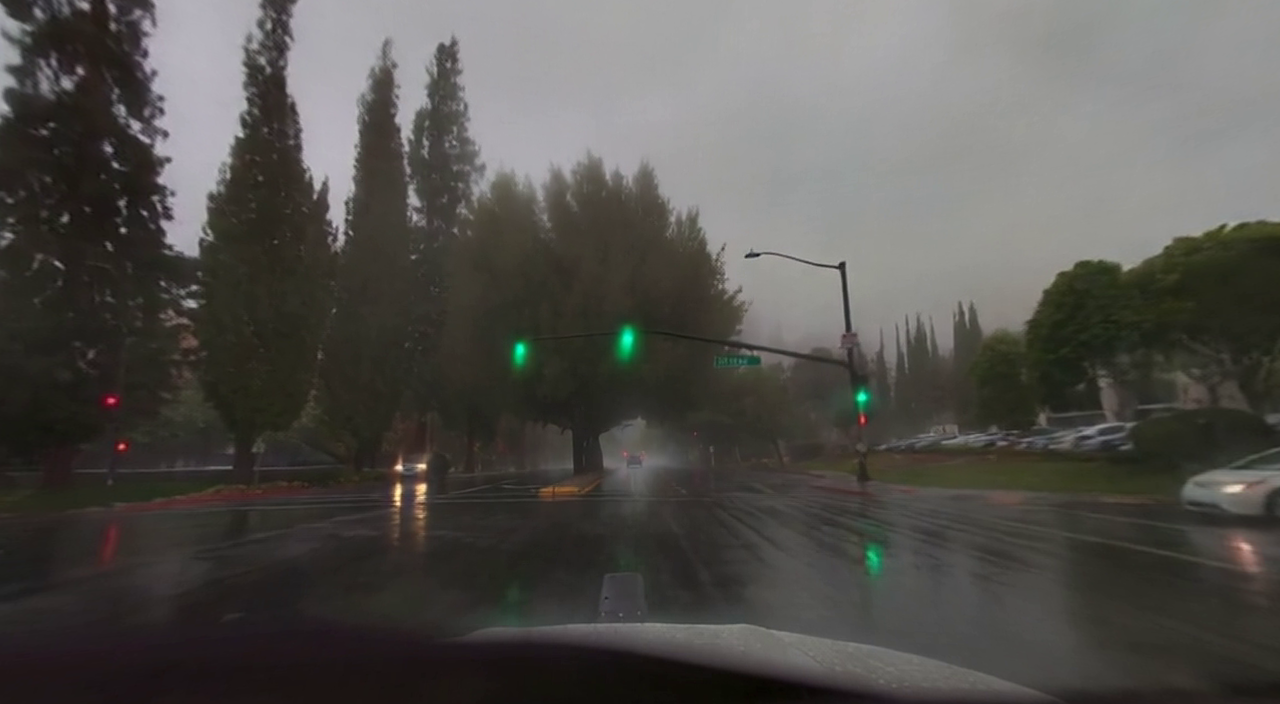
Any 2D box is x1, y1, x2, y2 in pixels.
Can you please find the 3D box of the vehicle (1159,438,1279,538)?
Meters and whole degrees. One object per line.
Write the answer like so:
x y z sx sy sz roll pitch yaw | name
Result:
11.975 2.211 10.653 4.611 1.505 2.029 0 -9 -1 | vehicle

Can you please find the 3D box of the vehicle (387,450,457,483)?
-14.872 7.801 43.498 2.403 2.039 5.887 -1 -9 4 | vehicle
